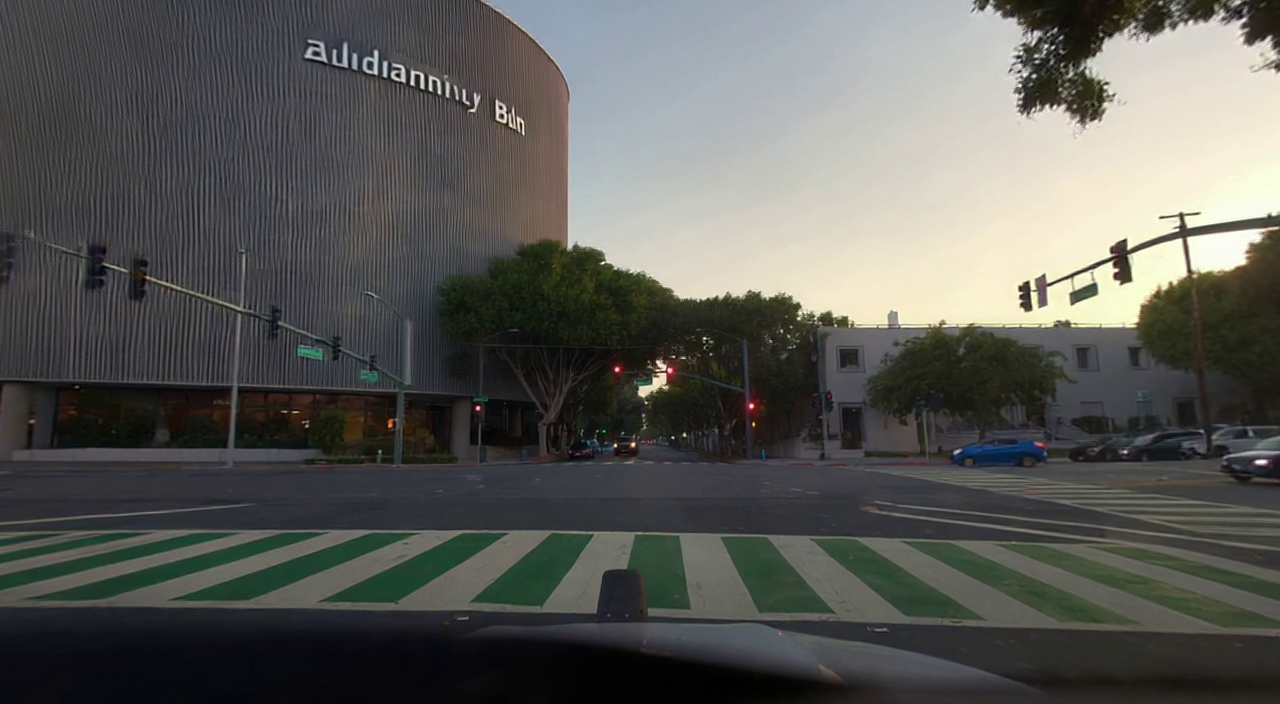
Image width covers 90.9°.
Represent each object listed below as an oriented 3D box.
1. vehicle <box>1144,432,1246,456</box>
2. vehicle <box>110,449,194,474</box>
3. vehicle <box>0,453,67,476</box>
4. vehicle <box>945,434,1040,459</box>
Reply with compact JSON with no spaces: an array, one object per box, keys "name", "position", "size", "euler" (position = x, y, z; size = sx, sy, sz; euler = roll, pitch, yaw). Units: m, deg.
[{"name":"vehicle","position":[36.190,6.016,41.186],"size":[4.767,1.456,1.858],"euler":[-1,-8,3]},{"name":"vehicle","position":[-33.060,7.402,42.759],"size":[4.136,1.661,1.857],"euler":[0,-8,1]},{"name":"vehicle","position":[-41.640,7.631,42.768],"size":[3.698,1.467,1.779],"euler":[0,-8,1]},{"name":"vehicle","position":[21.293,5.765,38.262],"size":[4.529,1.457,1.981],"euler":[-1,-8,4]}]
